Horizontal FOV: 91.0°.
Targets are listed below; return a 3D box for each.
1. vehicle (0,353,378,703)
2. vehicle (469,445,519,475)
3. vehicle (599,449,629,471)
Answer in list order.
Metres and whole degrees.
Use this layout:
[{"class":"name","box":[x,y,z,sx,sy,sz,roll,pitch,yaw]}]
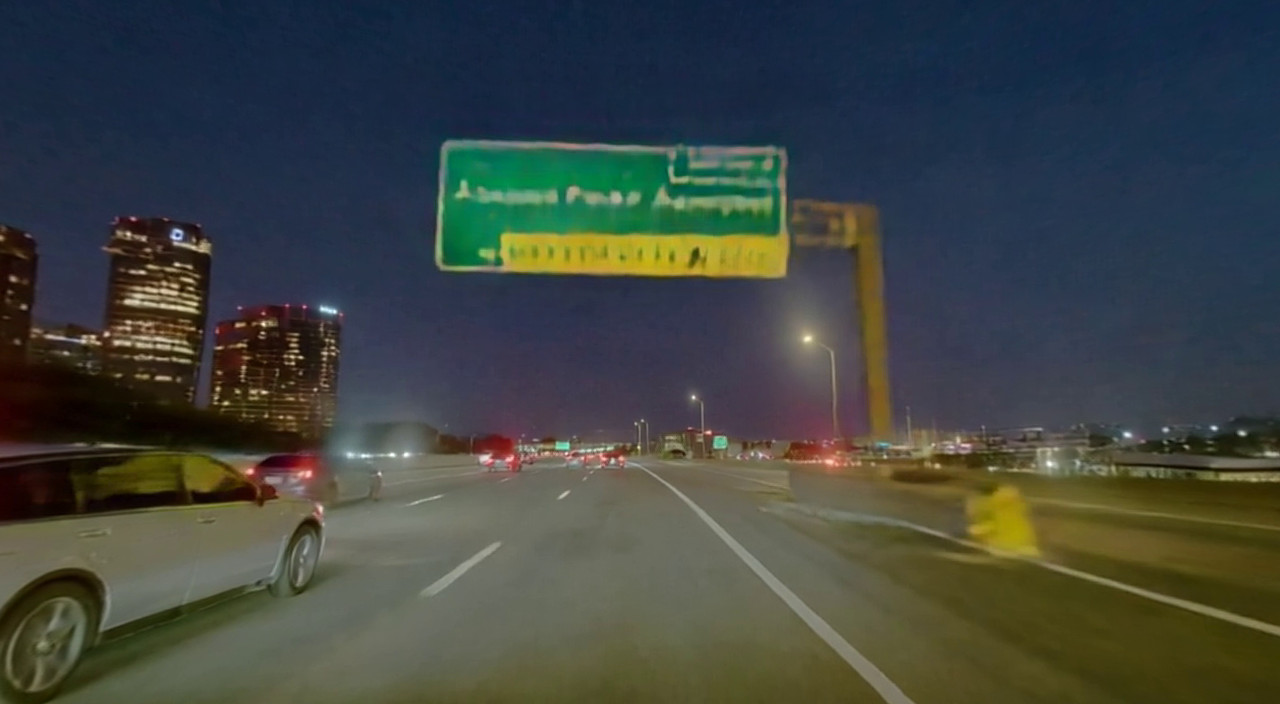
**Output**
[{"class":"vehicle","box":[-3.568,1.061,3.737,2.036,1.717,4.592,0,-9,0]},{"class":"vehicle","box":[-8.827,6.544,38.518,2.065,1.689,4.399,0,-9,-1]},{"class":"vehicle","box":[-1.931,7.874,46.115,2.110,1.501,4.319,0,-9,-3]}]
